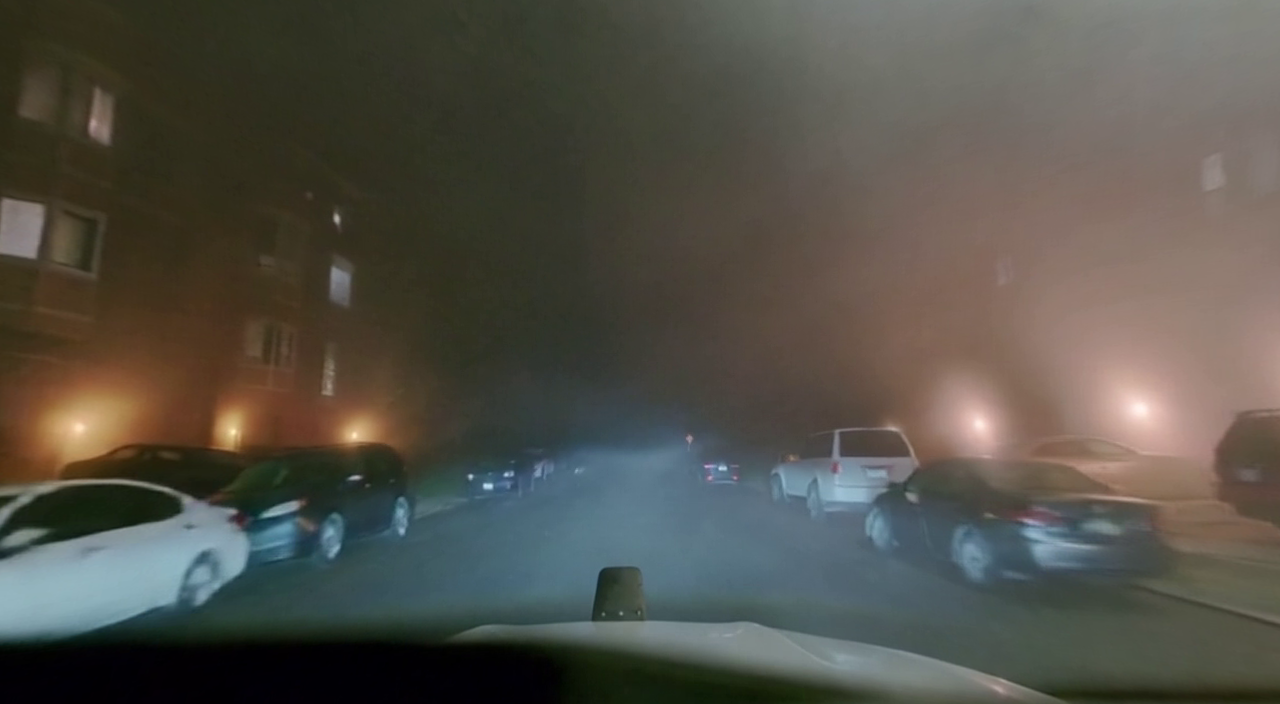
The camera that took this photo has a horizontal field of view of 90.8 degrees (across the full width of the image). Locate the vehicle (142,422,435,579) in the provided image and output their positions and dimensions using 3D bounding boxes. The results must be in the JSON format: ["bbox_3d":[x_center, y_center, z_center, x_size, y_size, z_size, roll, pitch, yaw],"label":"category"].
[{"bbox_3d":[-5.067,2.227,10.209,2.022,1.822,5.002,-1,-10,-3],"label":"vehicle"}]

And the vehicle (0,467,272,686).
[{"bbox_3d":[-5.025,1.649,5.000,1.690,1.316,4.249,0,-9,-1],"label":"vehicle"}]

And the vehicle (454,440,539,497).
[{"bbox_3d":[-5.020,4.165,22.722,2.035,1.822,4.348,0,-10,0],"label":"vehicle"}]

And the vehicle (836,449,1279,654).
[{"bbox_3d":[4.163,1.933,7.482,1.850,1.516,5.066,0,-8,-3],"label":"vehicle"}]

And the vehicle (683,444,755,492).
[{"bbox_3d":[3.534,5.333,29.623,2.415,1.963,5.688,0,-8,-2],"label":"vehicle"}]

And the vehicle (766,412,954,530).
[{"bbox_3d":[4.921,2.786,15.361,2.384,2.317,5.579,0,-9,-1],"label":"vehicle"}]
